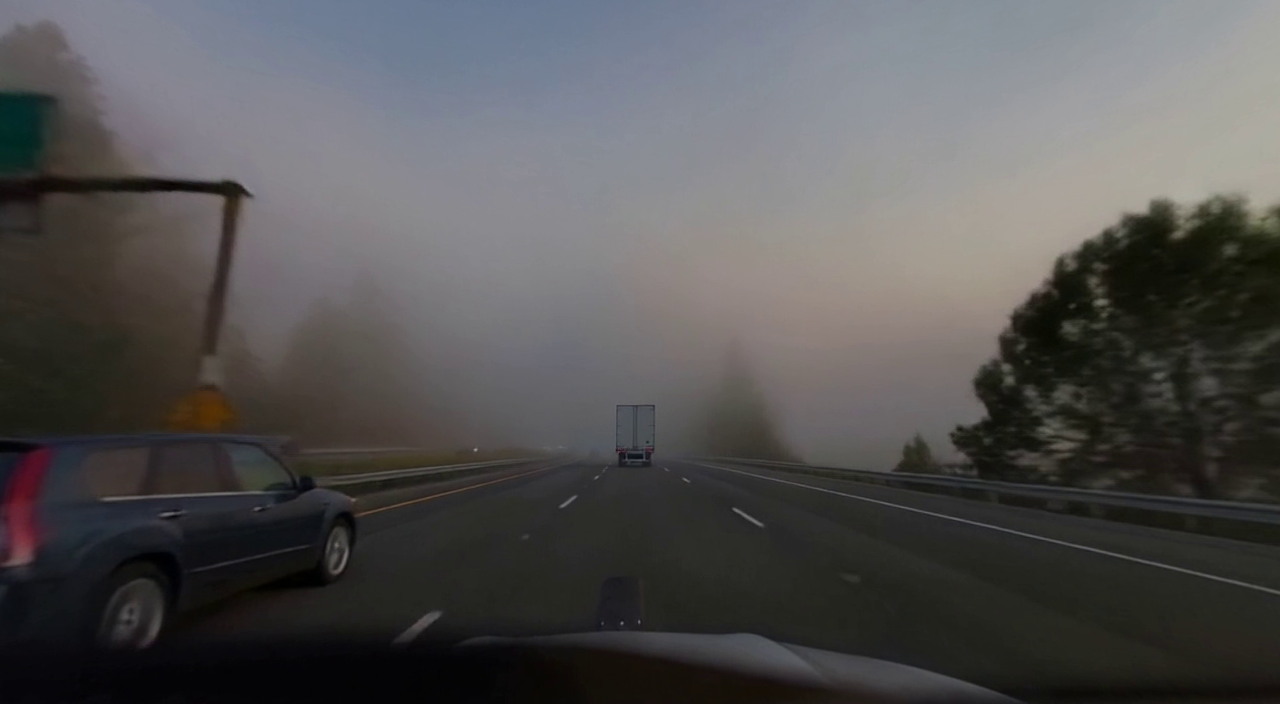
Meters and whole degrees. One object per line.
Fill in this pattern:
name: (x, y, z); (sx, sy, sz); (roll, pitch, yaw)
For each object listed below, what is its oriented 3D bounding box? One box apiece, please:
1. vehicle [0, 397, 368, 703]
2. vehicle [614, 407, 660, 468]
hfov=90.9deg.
vehicle: (-3.843, 1.145, 4.004); (2.080, 1.488, 4.781); (0, -9, 0)
vehicle: (-0.425, 6.456, 46.948); (2.962, 3.953, 10.696); (0, -9, -3)
